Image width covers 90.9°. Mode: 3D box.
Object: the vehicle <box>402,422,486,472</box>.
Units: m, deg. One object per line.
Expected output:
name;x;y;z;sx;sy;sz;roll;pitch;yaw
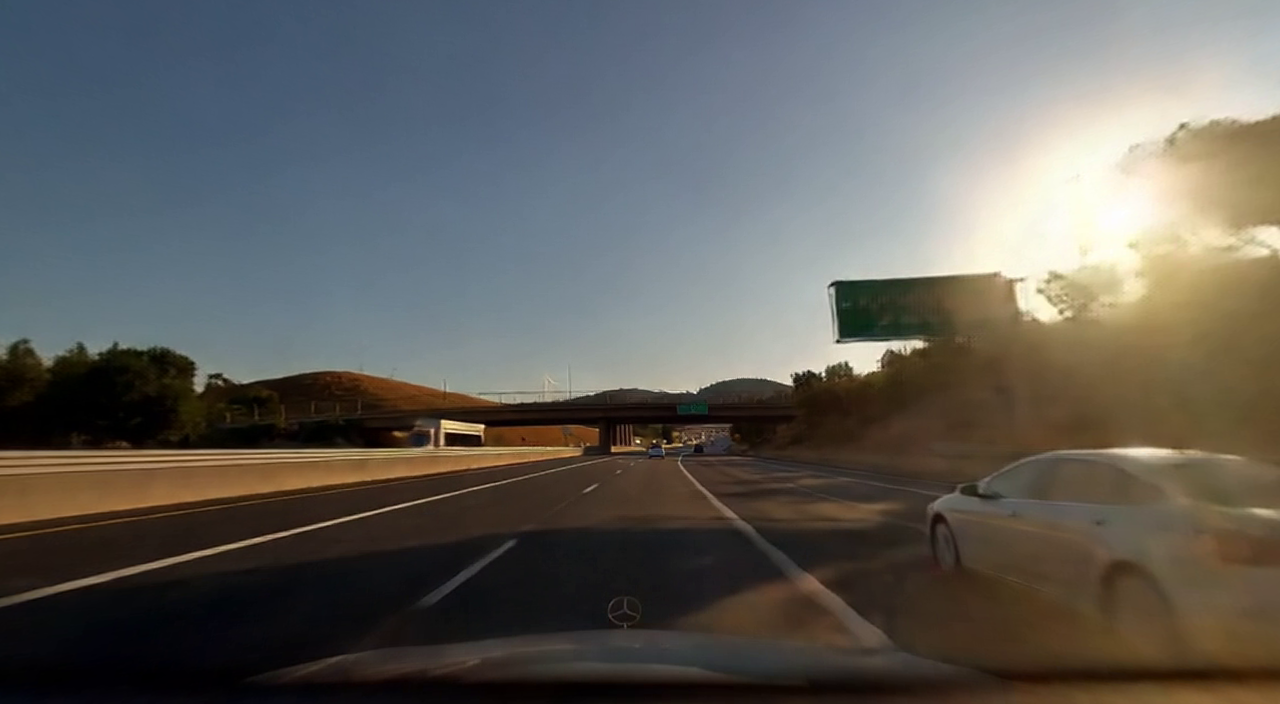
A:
vehicle;-13.173;6.576;43.312;2.843;2.970;8.404;-3;-9;2

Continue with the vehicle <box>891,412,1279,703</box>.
vehicle;3.734;1.277;4.492;1.999;1.492;4.673;0;-8;0
